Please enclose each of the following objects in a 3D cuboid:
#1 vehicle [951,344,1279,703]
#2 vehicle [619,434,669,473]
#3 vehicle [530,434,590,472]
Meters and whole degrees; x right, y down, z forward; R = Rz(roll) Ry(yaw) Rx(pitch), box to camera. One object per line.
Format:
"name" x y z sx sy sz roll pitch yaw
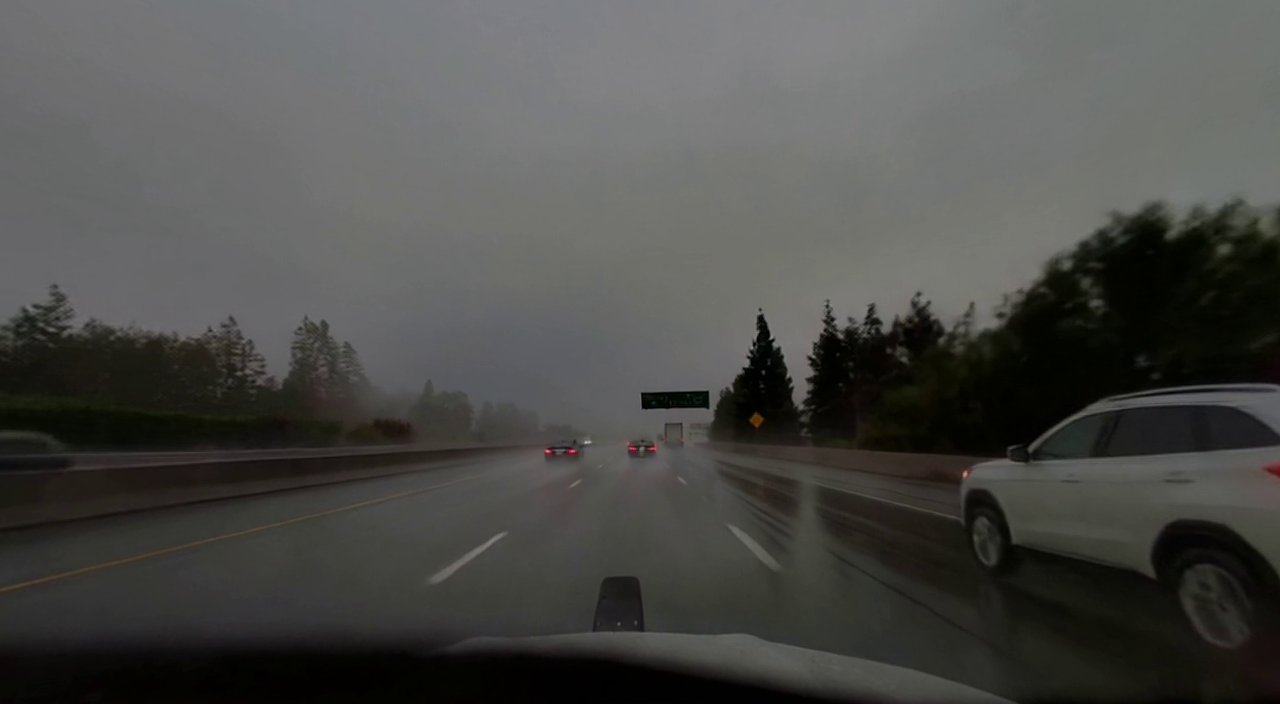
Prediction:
"vehicle" 4.071 0.943 3.866 2.025 1.707 4.279 0 -8 -1
"vehicle" 0.171 4.458 27.798 2.049 1.542 3.816 0 -8 0
"vehicle" -3.566 4.586 28.710 2.066 1.561 4.495 0 -8 1
